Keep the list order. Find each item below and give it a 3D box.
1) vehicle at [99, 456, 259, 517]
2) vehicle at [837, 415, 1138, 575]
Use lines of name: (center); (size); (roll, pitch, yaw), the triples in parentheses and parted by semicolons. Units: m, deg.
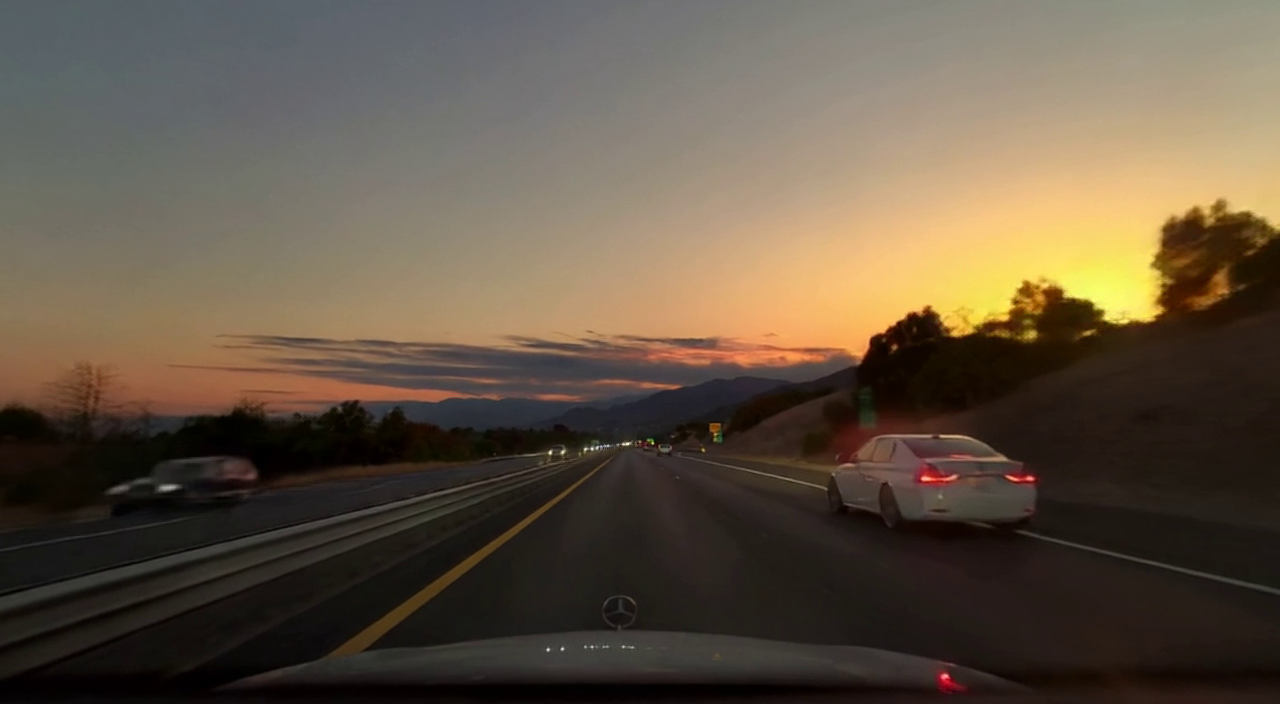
vehicle: (-13.810, 4.004, 19.148); (1.899, 1.556, 3.999); (0, -9, -2)
vehicle: (4.086, 1.725, 8.330); (2.001, 1.555, 4.098); (-2, -9, 7)
